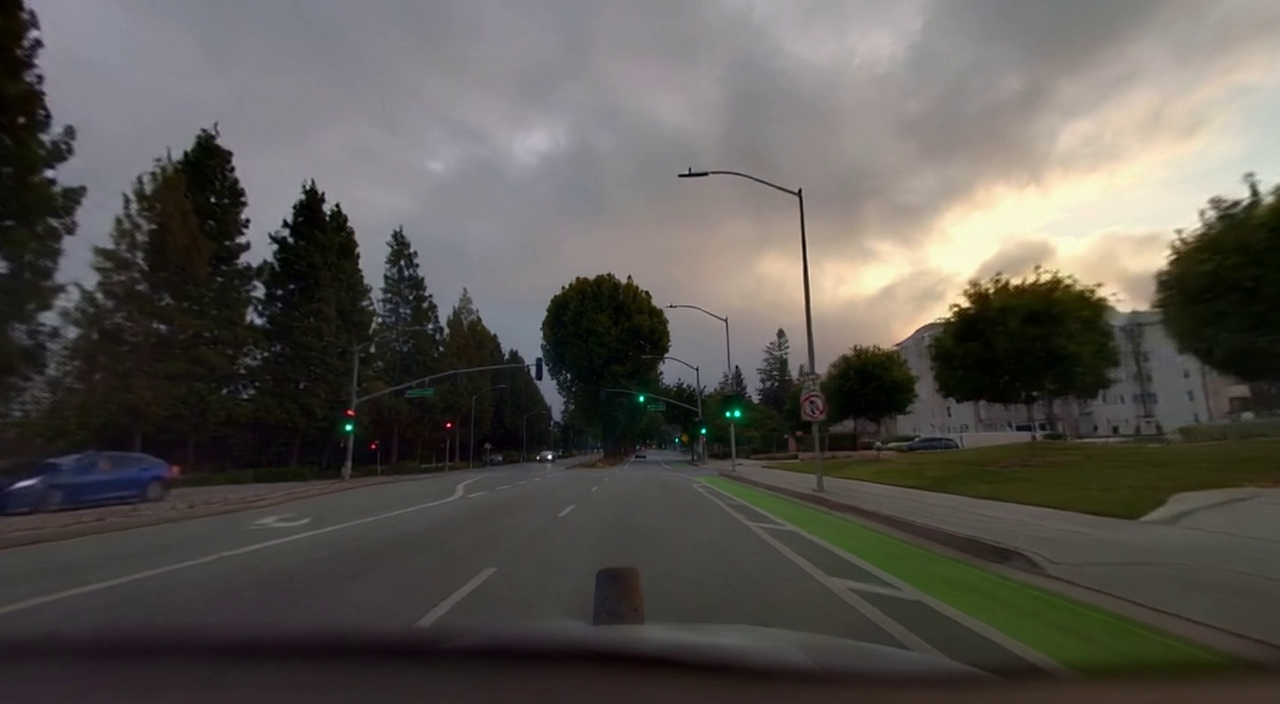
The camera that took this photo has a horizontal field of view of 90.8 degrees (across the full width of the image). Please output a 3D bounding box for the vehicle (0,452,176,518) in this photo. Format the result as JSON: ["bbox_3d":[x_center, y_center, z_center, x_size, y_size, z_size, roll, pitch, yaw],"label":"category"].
[{"bbox_3d":[-15.694,3.603,17.671,1.910,1.544,4.387,0,-8,3],"label":"vehicle"}]
